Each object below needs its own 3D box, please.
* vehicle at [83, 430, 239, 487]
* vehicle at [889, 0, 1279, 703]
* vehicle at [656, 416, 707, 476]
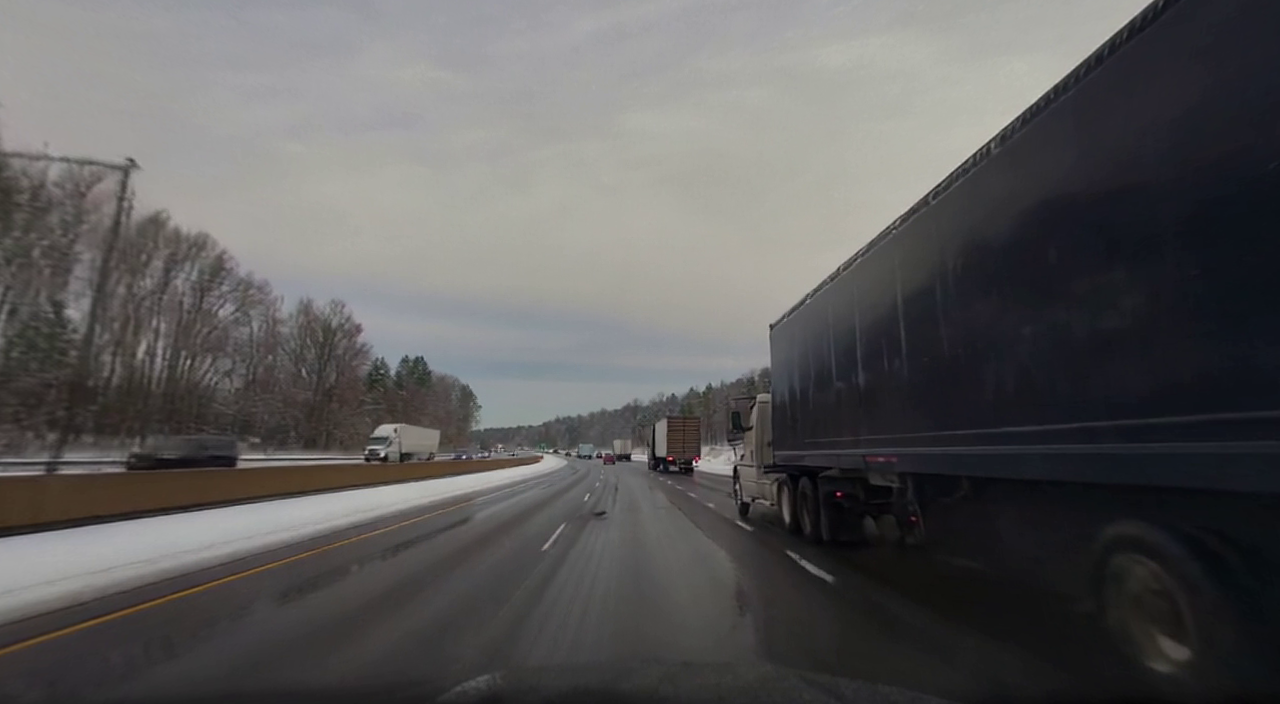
[{"bbox_3d":[-17.244,3.876,23.115,2.086,1.861,4.677,0,-9,-1],"label":"vehicle"},{"bbox_3d":[4.319,0.055,3.329,2.832,3.839,7.263,0,-9,-1],"label":"vehicle"},{"bbox_3d":[2.960,7.105,47.570,2.826,4.035,8.369,1,-9,-3],"label":"vehicle"}]
